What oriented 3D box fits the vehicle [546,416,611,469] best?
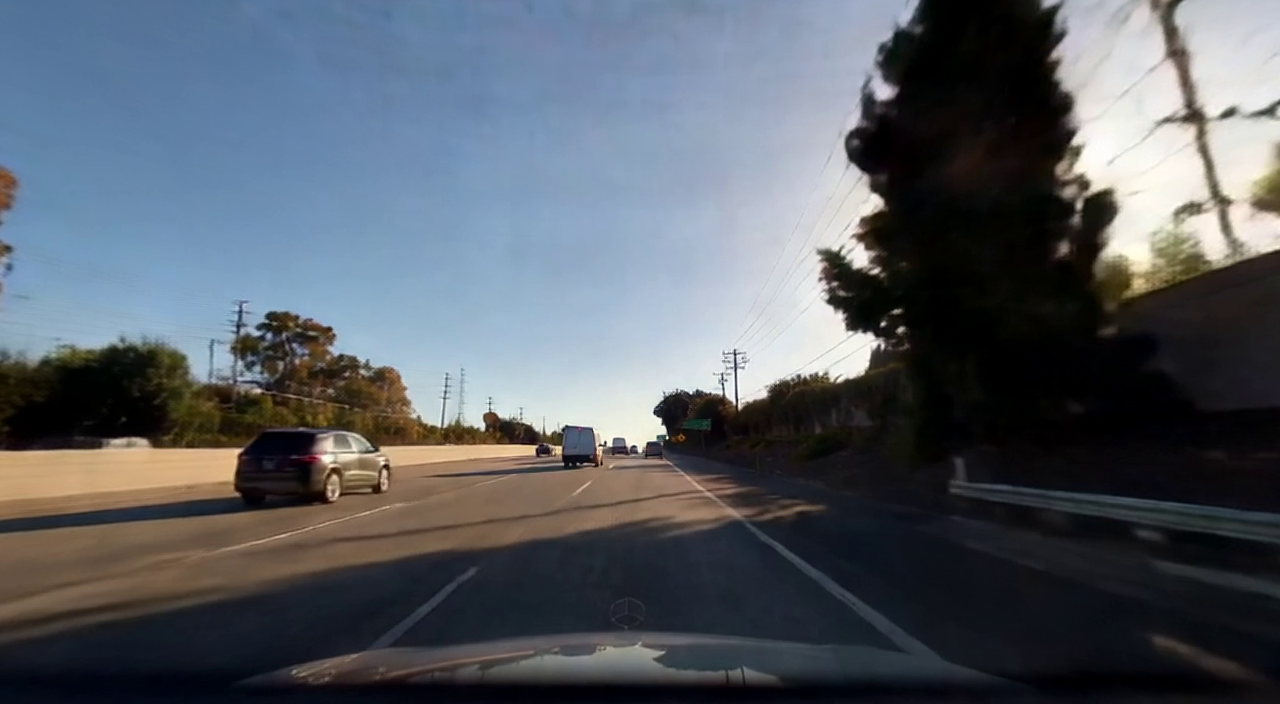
[{"bbox_3d":[-3.549,5.647,39.020,2.915,2.885,9.394,0,-9,1],"label":"vehicle"}]

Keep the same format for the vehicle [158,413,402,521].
[{"bbox_3d":[-7.410,2.442,13.895,2.192,1.893,5.330,0,-9,0],"label":"vehicle"}]

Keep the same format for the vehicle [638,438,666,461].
[{"bbox_3d":[0.957,7.400,47.696,2.038,1.677,4.219,0,-9,2],"label":"vehicle"}]
